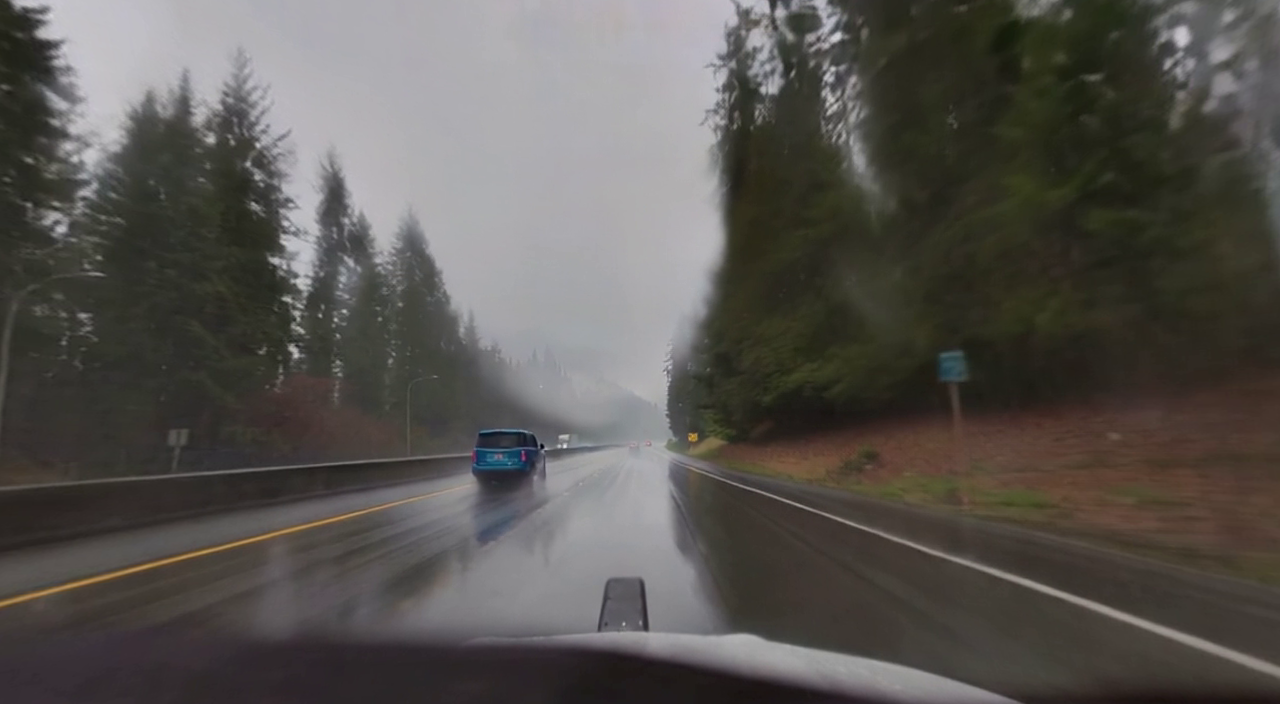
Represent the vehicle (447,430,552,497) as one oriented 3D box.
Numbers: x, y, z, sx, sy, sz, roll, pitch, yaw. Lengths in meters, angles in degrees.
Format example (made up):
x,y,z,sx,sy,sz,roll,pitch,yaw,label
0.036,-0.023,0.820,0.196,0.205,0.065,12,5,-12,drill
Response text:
x,y,z,sx,sy,sz,roll,pitch,yaw,label
-4.026,3.277,18.932,2.084,1.752,4.479,0,-8,0,vehicle
